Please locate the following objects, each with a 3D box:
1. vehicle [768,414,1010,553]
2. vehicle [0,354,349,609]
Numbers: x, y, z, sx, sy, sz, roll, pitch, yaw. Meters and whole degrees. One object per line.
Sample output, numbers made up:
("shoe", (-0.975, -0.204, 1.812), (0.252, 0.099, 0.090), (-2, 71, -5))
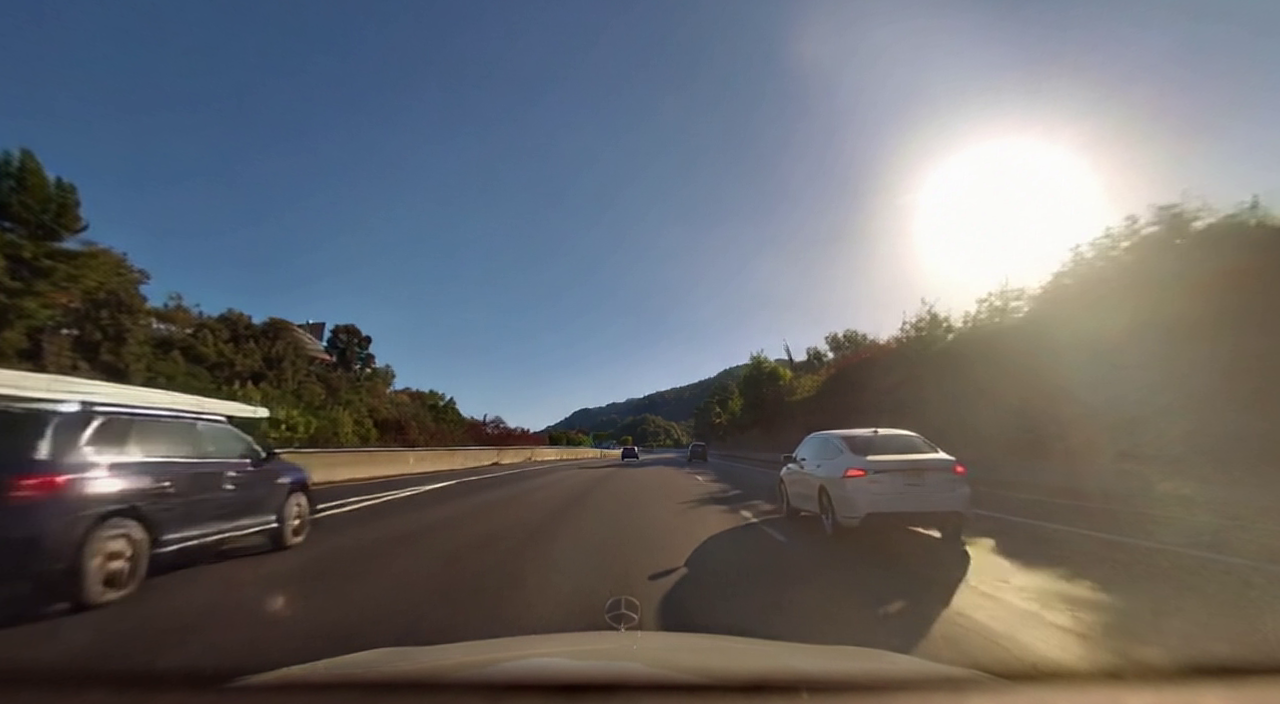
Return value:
("vehicle", (3.623, 2.013, 10.309), (2.075, 1.743, 4.410), (0, -9, -1))
("vehicle", (-6.307, 1.483, 7.977), (2.383, 2.048, 5.875), (0, -9, 1))
